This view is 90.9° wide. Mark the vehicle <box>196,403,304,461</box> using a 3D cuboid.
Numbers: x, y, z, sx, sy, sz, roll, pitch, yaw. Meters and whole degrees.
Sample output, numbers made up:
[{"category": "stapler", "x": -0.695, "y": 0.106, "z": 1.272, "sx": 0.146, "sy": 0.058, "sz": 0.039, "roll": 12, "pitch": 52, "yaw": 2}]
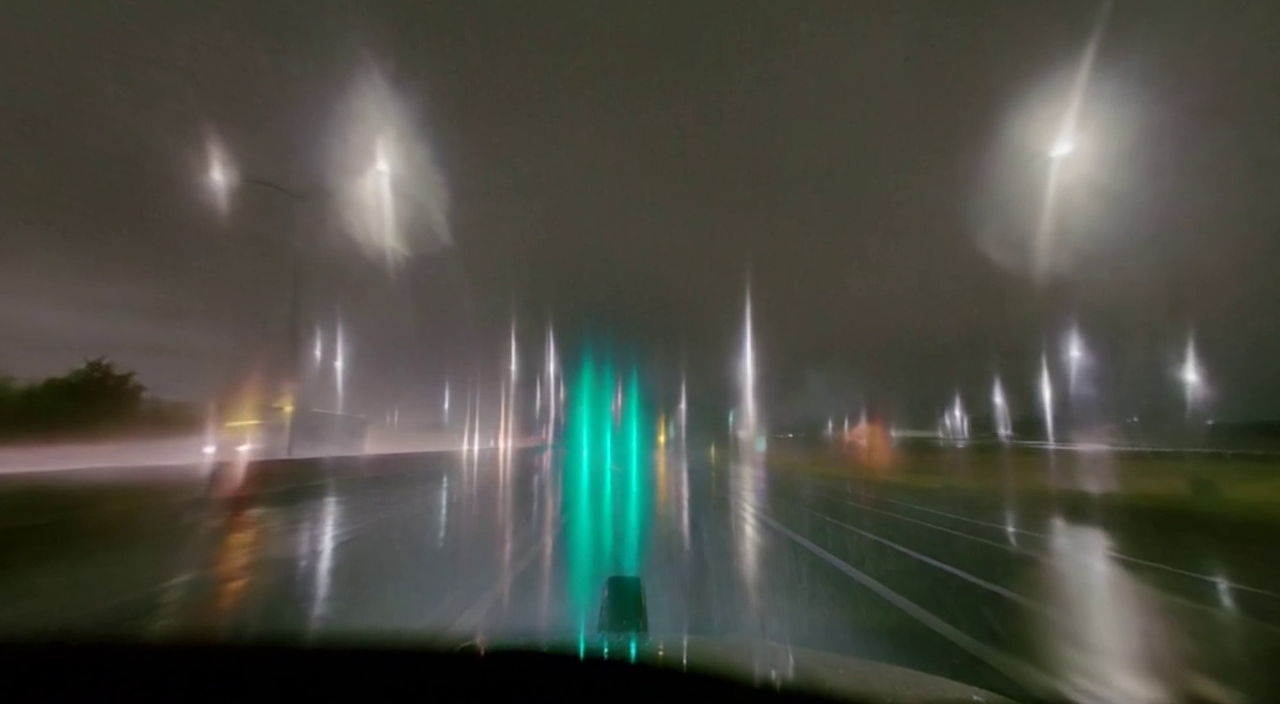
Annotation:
[{"category": "vehicle", "x": -28.270, "y": 5.967, "z": 46.325, "sx": 3.025, "sy": 3.872, "sz": 8.107, "roll": 0, "pitch": -8, "yaw": -3}]
